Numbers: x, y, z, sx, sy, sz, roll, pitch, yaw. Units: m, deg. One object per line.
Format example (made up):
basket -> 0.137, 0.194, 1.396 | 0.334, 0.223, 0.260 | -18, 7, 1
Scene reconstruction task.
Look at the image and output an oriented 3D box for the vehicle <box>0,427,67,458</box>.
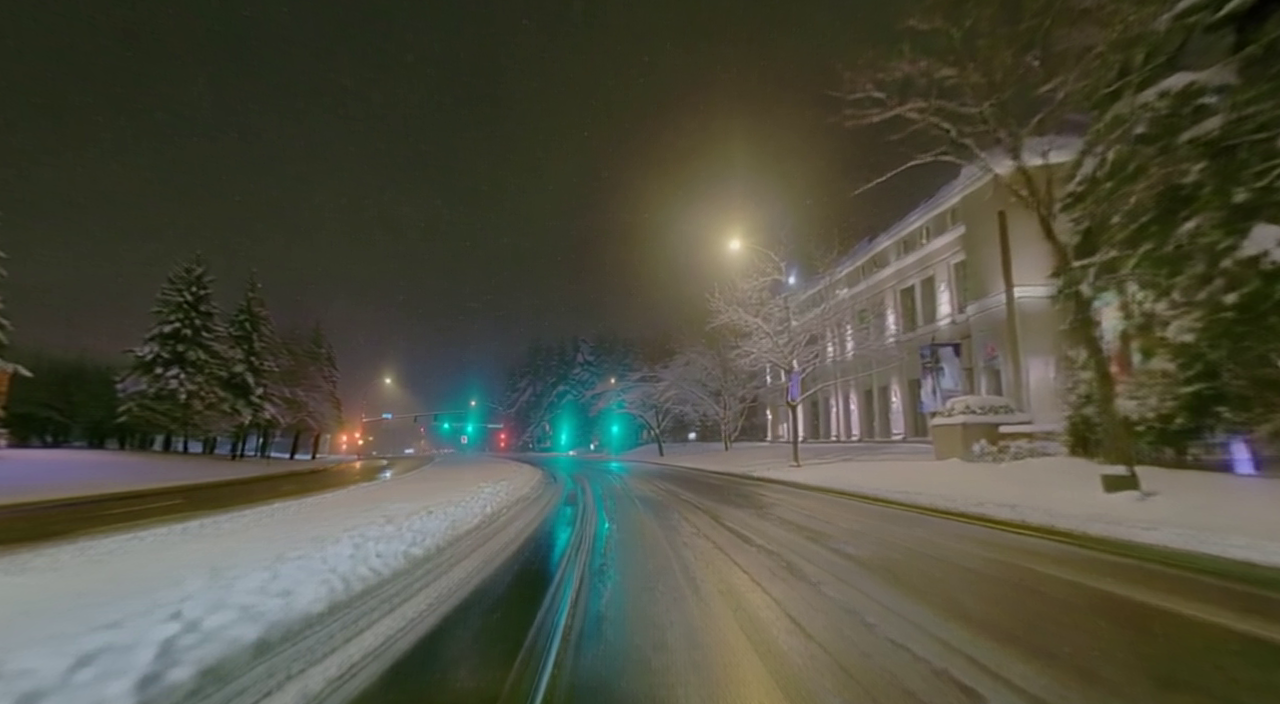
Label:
vehicle -> -31.680, 4.497, 31.155 | 4.499, 1.476, 1.927 | 1, -9, -7
